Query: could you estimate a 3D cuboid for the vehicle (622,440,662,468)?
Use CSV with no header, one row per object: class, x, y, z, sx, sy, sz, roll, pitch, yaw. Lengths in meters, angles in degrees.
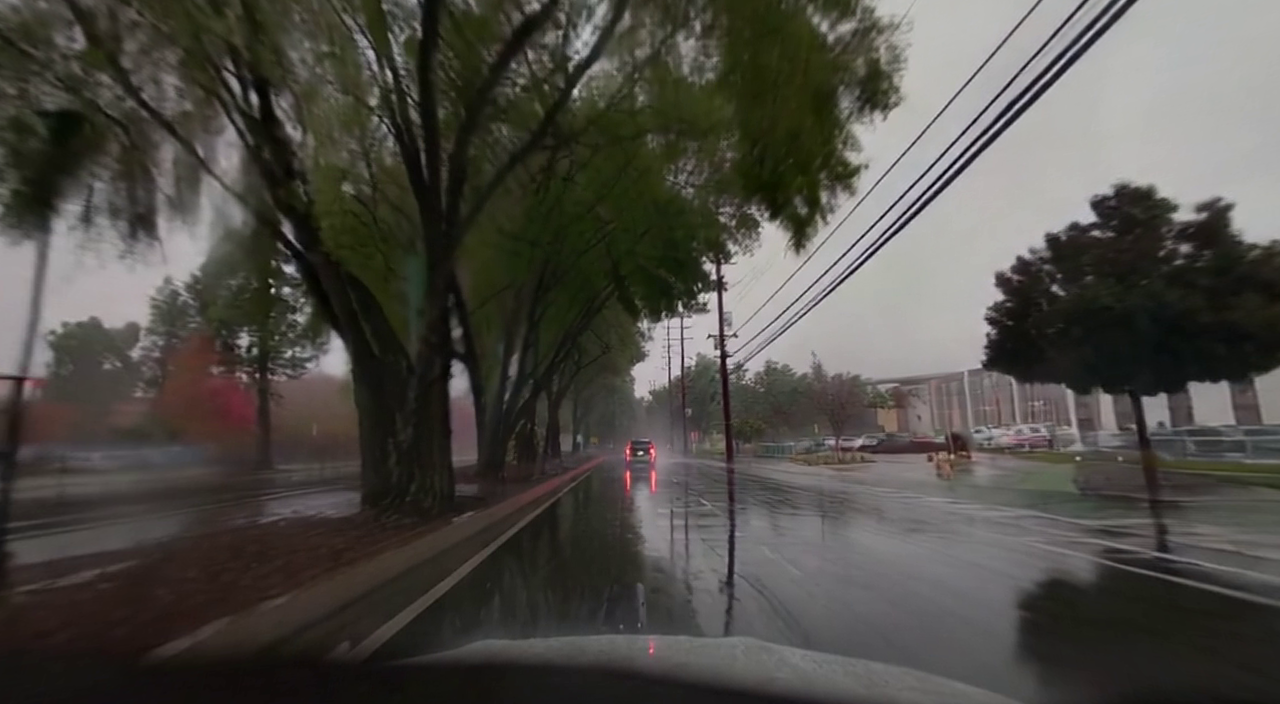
vehicle,0.088,5.723,35.636,2.109,1.501,4.042,0,-8,0
